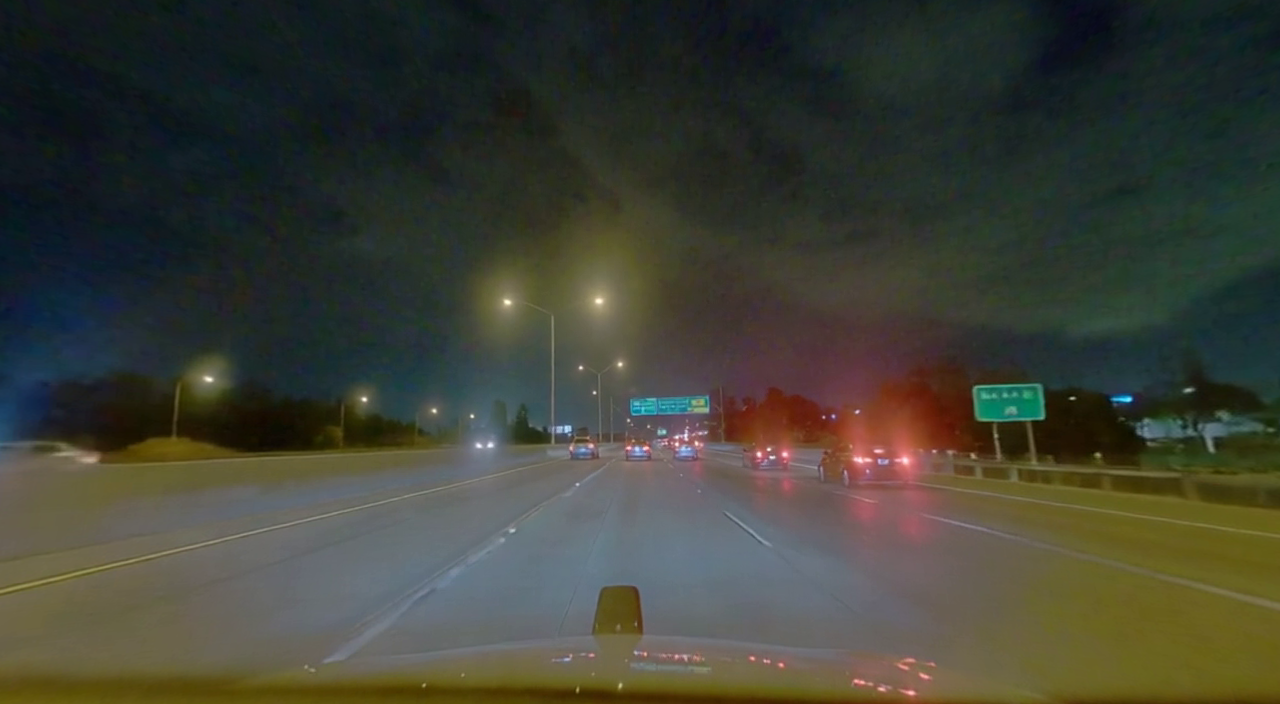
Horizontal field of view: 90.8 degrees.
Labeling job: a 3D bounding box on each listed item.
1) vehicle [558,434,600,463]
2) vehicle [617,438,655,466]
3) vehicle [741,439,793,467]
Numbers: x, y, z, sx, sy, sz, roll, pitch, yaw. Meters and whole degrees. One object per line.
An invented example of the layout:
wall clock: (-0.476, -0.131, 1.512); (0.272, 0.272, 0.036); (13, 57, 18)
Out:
vehicle: (-3.790, 6.150, 40.228); (2.123, 1.661, 4.601); (0, -9, 1)
vehicle: (-0.229, 5.670, 35.895); (1.985, 1.457, 4.227); (0, -9, -1)
vehicle: (7.136, 5.720, 35.920); (1.935, 1.478, 4.433); (1, -9, -2)
